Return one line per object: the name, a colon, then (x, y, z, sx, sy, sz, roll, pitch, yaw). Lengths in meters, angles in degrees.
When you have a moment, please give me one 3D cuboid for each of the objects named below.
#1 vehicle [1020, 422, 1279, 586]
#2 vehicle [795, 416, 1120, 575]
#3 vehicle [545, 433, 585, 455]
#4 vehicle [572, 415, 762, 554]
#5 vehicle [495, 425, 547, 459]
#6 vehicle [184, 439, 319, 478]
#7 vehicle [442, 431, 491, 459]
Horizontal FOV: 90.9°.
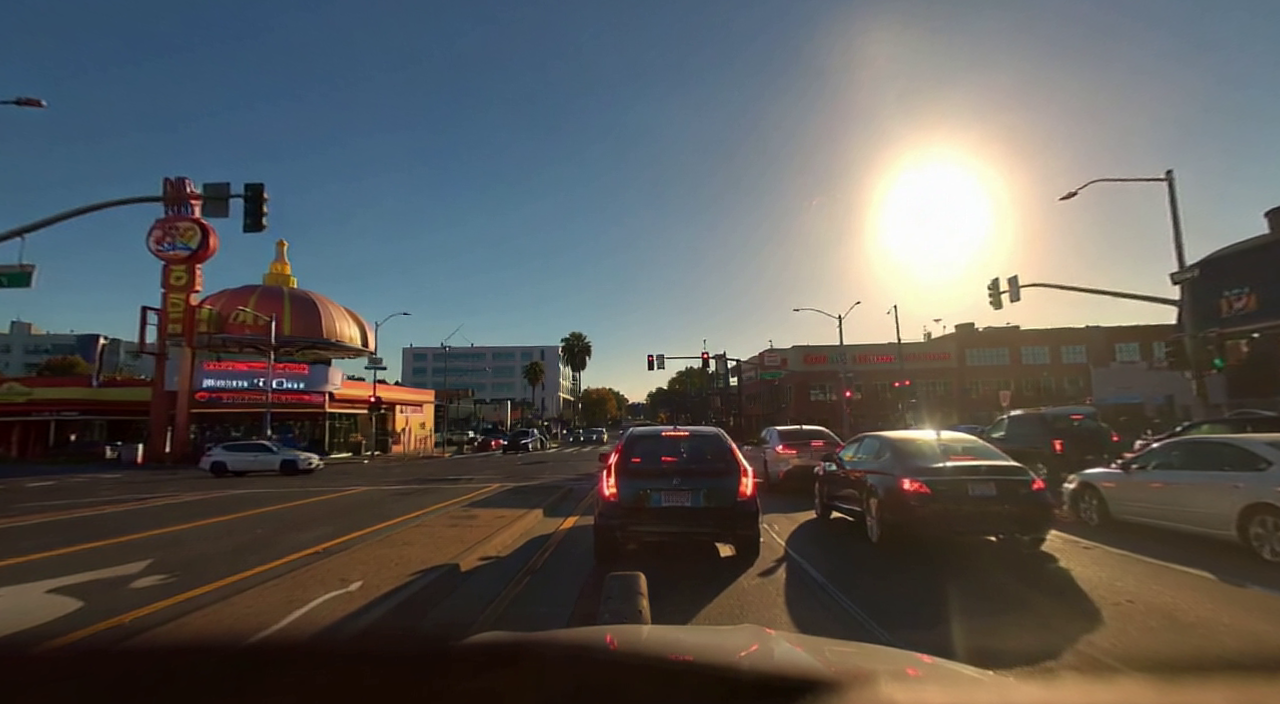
vehicle: (6.770, 1.589, 7.217, 2.059, 1.458, 4.395, 0, -8, -1)
vehicle: (3.550, 1.674, 8.229, 1.883, 1.480, 4.489, 0, -8, 0)
vehicle: (-5.295, 6.592, 45.114, 2.200, 1.480, 4.292, 0, -8, 1)
vehicle: (0.255, 1.731, 8.880, 2.073, 1.496, 3.892, 0, -8, -1)
vehicle: (-8.696, 6.621, 46.757, 2.710, 2.022, 5.889, -2, -4, 0)
vehicle: (-17.912, 4.899, 29.335, 4.833, 1.701, 2.077, 2, -8, -13)
vehicle: (-12.021, 6.502, 44.079, 2.122, 1.829, 4.559, 0, -8, 0)
